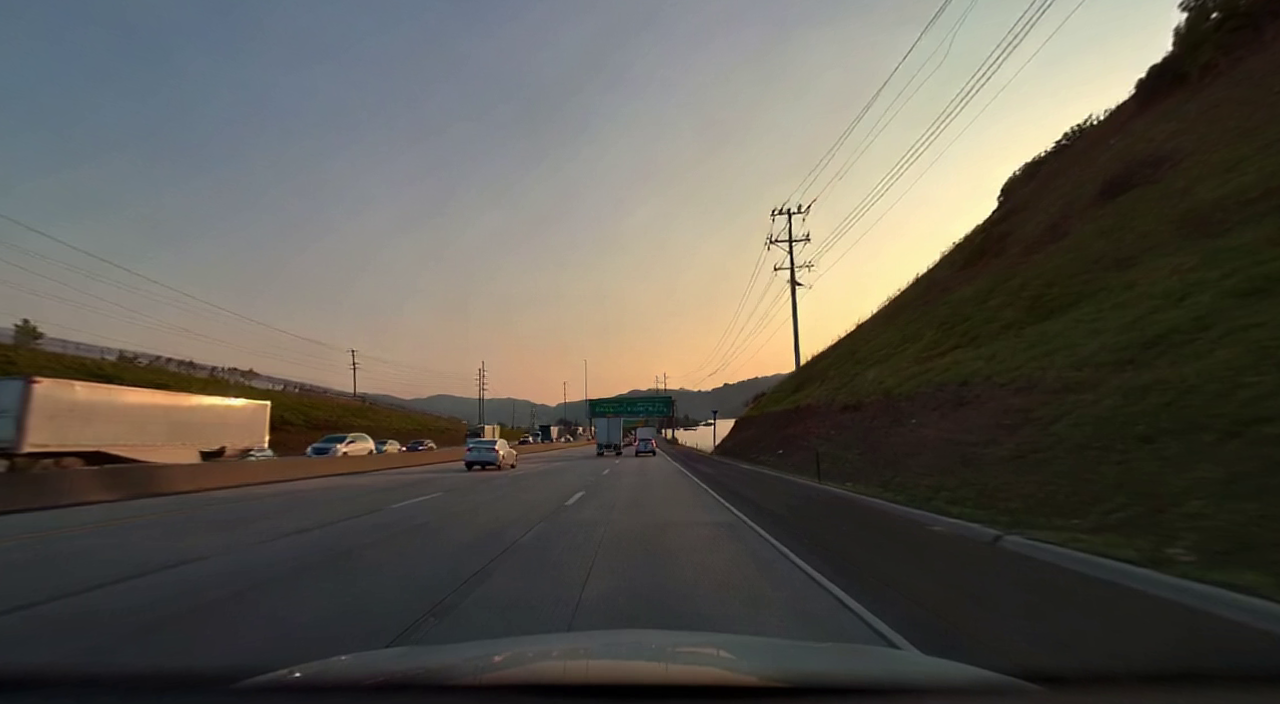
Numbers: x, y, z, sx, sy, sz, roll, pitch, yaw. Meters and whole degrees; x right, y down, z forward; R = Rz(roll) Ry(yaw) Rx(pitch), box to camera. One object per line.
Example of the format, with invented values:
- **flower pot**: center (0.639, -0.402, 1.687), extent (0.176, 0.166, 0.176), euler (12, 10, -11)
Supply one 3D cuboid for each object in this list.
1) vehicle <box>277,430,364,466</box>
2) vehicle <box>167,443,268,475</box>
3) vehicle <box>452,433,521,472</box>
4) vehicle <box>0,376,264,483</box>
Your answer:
- **vehicle**: center (-16.625, 5.045, 33.145), extent (2.021, 1.744, 4.750), euler (0, -8, 0)
- **vehicle**: center (-20.991, 5.306, 31.577), extent (1.909, 1.460, 4.467), euler (0, -8, 0)
- **vehicle**: center (-7.491, 4.954, 31.336), extent (2.192, 1.762, 4.559), euler (0, -8, 1)
- **vehicle**: center (-24.717, 4.046, 31.852), extent (2.902, 4.196, 13.673), euler (0, -8, 0)
